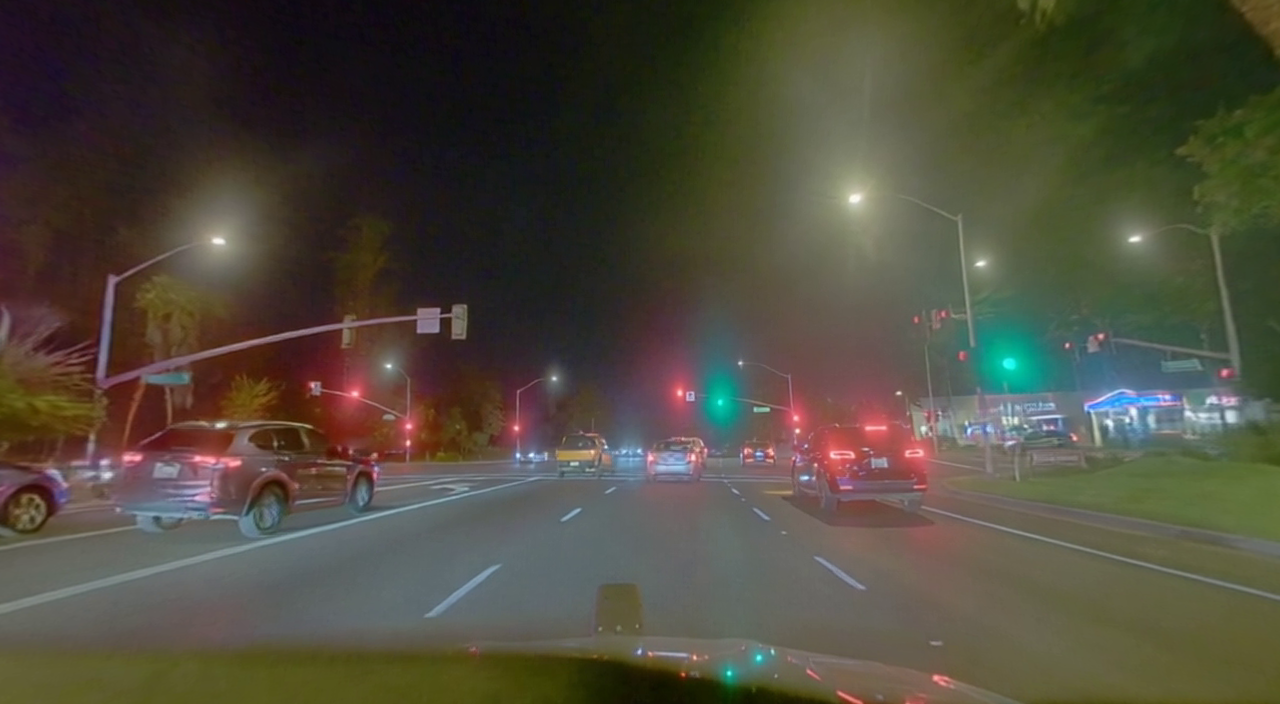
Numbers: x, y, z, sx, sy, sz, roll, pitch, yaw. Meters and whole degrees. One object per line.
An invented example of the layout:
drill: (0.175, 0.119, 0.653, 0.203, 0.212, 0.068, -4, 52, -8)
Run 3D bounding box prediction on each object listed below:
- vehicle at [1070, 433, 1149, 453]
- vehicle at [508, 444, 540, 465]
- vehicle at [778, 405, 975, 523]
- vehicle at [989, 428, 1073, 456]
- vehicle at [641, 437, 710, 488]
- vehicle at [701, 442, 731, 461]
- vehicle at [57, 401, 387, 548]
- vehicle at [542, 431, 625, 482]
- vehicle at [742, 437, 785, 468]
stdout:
vehicle: (36.914, 7.160, 49.815, 4.517, 1.491, 1.858, -2, -9, 12)
vehicle: (-8.490, 7.397, 45.806, 1.918, 1.443, 4.612, 2, -9, -14)
vehicle: (4.467, 2.225, 13.048, 2.267, 1.931, 5.145, -1, -8, 3)
vehicle: (27.786, 6.414, 45.052, 4.557, 1.848, 2.008, -2, -9, 11)
vehicle: (1.256, 3.598, 20.859, 2.057, 1.492, 3.825, -1, -8, 6)
vehicle: (5.887, 7.679, 48.710, 1.956, 1.369, 3.686, -2, -9, 12)
vehicle: (-6.429, 1.940, 10.639, 2.127, 1.888, 4.637, -1, -8, 4)
vehicle: (-2.060, 4.044, 24.693, 2.088, 1.746, 4.650, -2, -9, 10)
vehicle: (6.702, 5.476, 34.597, 2.149, 1.532, 4.168, -2, -8, 9)
